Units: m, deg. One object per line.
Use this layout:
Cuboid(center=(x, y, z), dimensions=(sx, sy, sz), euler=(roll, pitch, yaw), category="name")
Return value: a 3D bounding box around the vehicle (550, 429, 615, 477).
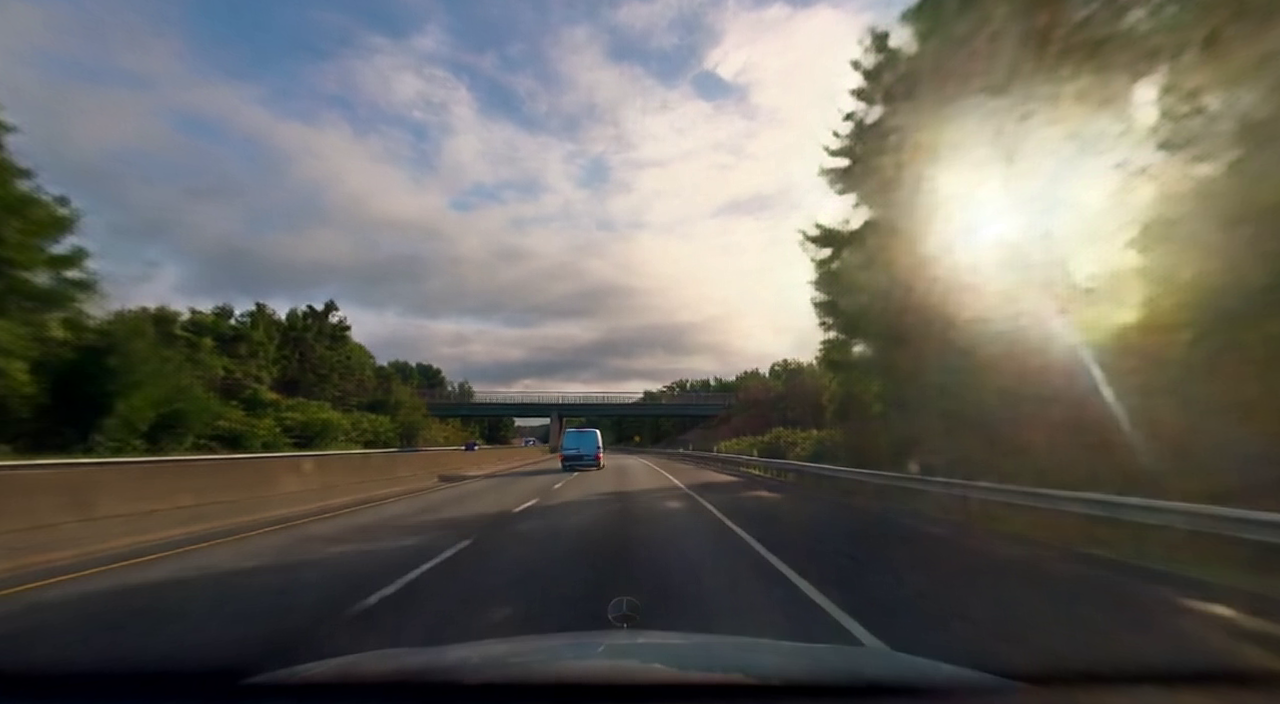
Cuboid(center=(-2.388, 4.403, 27.591), dimensions=(2.372, 1.891, 5.061), euler=(0, -8, 0), category="vehicle")
